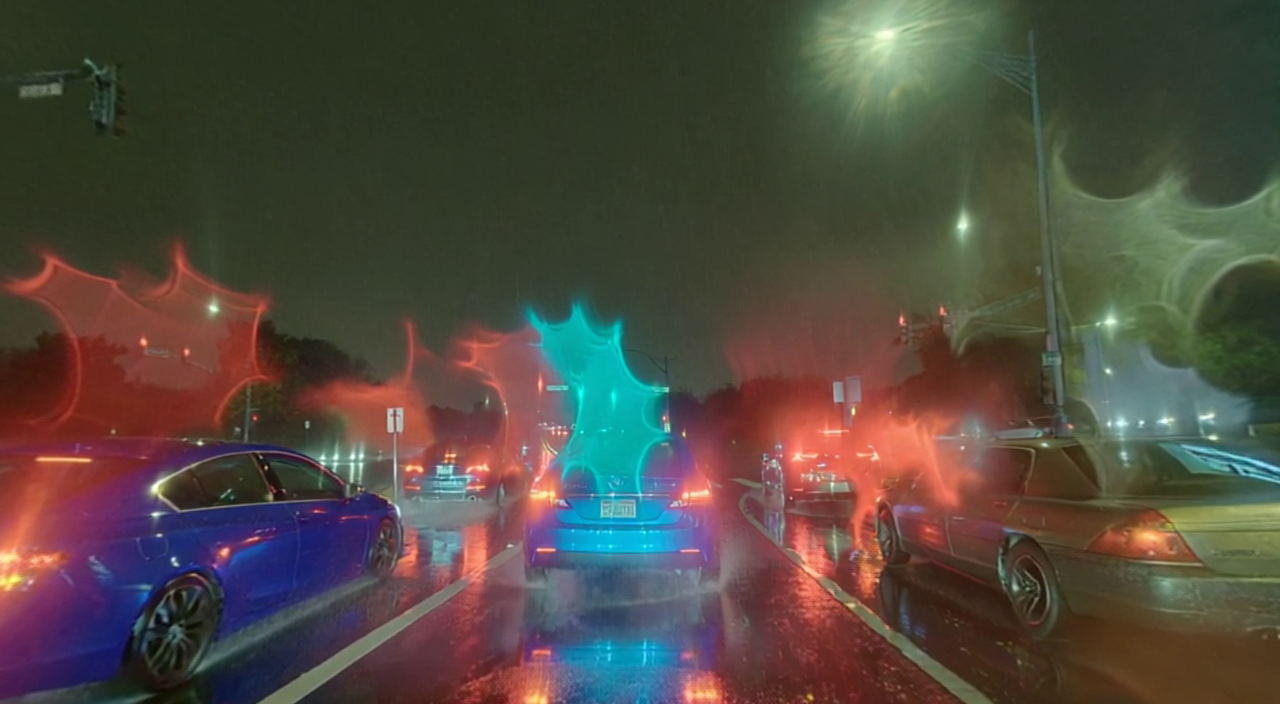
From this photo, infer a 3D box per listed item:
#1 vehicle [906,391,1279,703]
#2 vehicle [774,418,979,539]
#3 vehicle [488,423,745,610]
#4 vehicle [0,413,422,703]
[{"bbox_3d":[3.407,1.067,3.493,1.981,1.499,4.536,-1,-8,2],"label":"vehicle"},{"bbox_3d":[3.775,2.098,11.024,2.007,1.683,4.171,0,-8,1],"label":"vehicle"},{"bbox_3d":[-0.175,1.618,7.120,2.059,1.477,3.988,0,-8,0],"label":"vehicle"},{"bbox_3d":[-3.410,1.298,4.718,1.980,1.454,4.226,0,-8,1],"label":"vehicle"}]
